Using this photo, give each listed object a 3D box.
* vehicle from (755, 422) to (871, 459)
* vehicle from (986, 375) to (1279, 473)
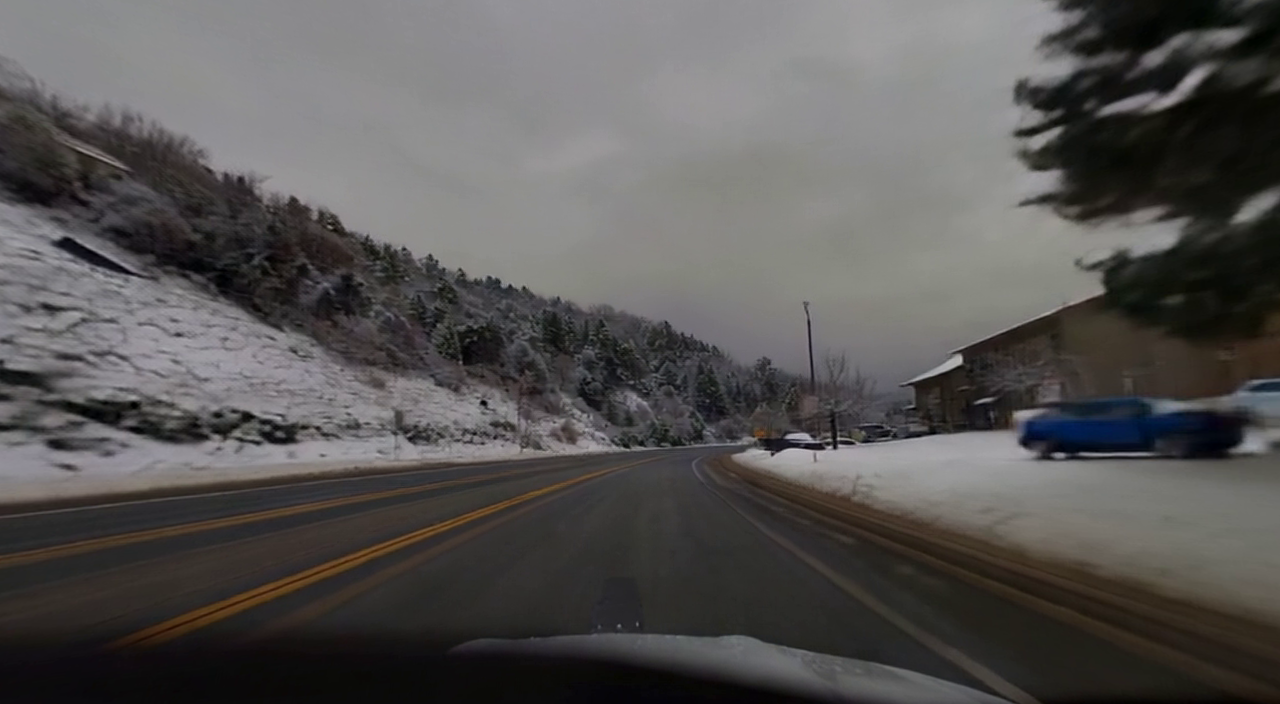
[{"bbox_3d":[9.860,5.165,36.613,2.216,1.887,6.388,4,-11,-35],"label":"vehicle"},{"bbox_3d":[9.465,1.527,12.694,2.103,1.447,4.727,-4,-9,-3],"label":"vehicle"}]
